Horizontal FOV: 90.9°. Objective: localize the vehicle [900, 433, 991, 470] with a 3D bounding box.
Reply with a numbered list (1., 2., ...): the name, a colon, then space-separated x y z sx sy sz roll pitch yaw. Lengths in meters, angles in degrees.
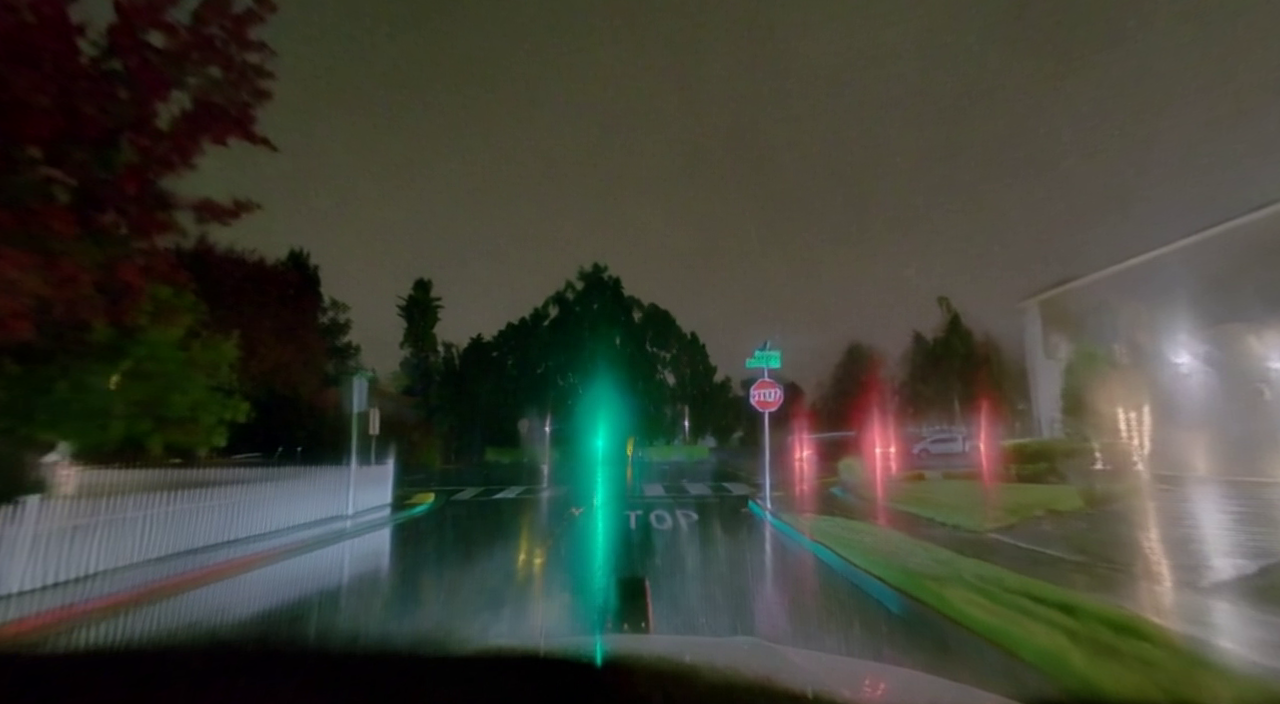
1. vehicle: 18.973 6.203 39.381 2.395 2.164 4.475 5 -10 -26
